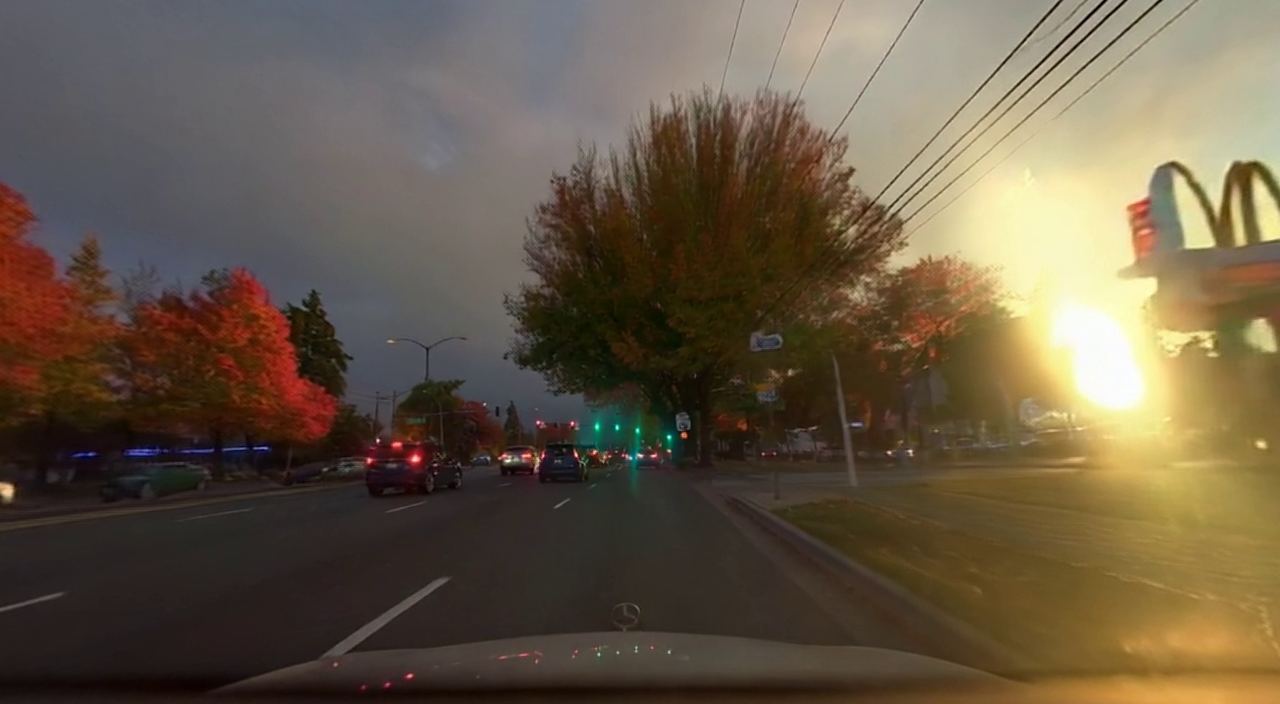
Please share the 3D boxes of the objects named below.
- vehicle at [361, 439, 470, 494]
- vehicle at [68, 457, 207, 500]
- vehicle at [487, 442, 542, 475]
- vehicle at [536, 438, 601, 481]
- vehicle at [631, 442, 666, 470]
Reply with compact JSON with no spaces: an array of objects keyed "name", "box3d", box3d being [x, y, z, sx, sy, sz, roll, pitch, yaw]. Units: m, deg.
[{"name":"vehicle","box3d":[-7.299,3.740,20.994,1.932,1.596,4.247,0,-9,2]},{"name":"vehicle","box3d":[-20.015,5.029,25.394,1.826,1.493,4.383,0,-9,3]},{"name":"vehicle","box3d":[-7.096,6.054,36.054,2.069,1.719,4.441,0,-9,2]},{"name":"vehicle","box3d":[-2.996,4.646,27.500,2.165,1.663,4.513,0,-9,2]},{"name":"vehicle","box3d":[0.546,6.772,41.062,2.144,1.704,4.028,0,-9,0]}]
